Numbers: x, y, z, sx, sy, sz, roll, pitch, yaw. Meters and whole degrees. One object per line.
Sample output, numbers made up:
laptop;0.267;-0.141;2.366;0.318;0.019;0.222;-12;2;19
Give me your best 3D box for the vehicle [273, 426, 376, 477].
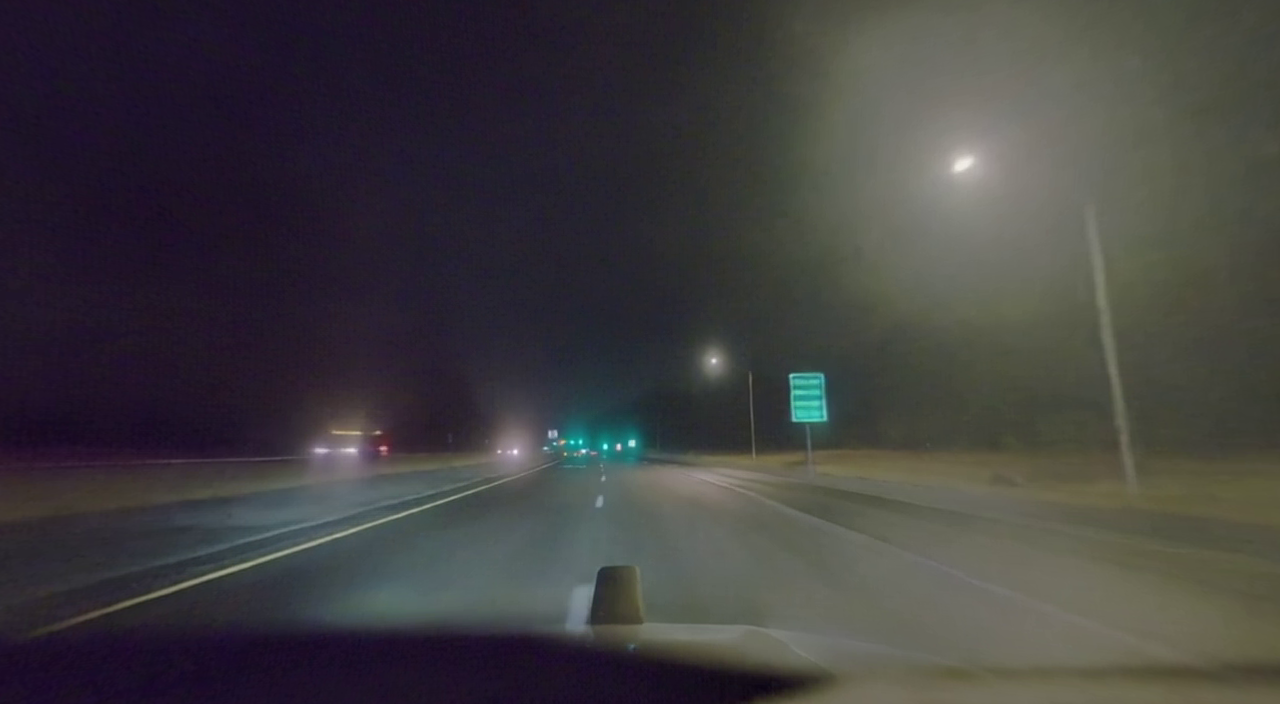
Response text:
vehicle;-13.610;4.354;27.462;1.948;1.958;5.124;0;-9;-1
